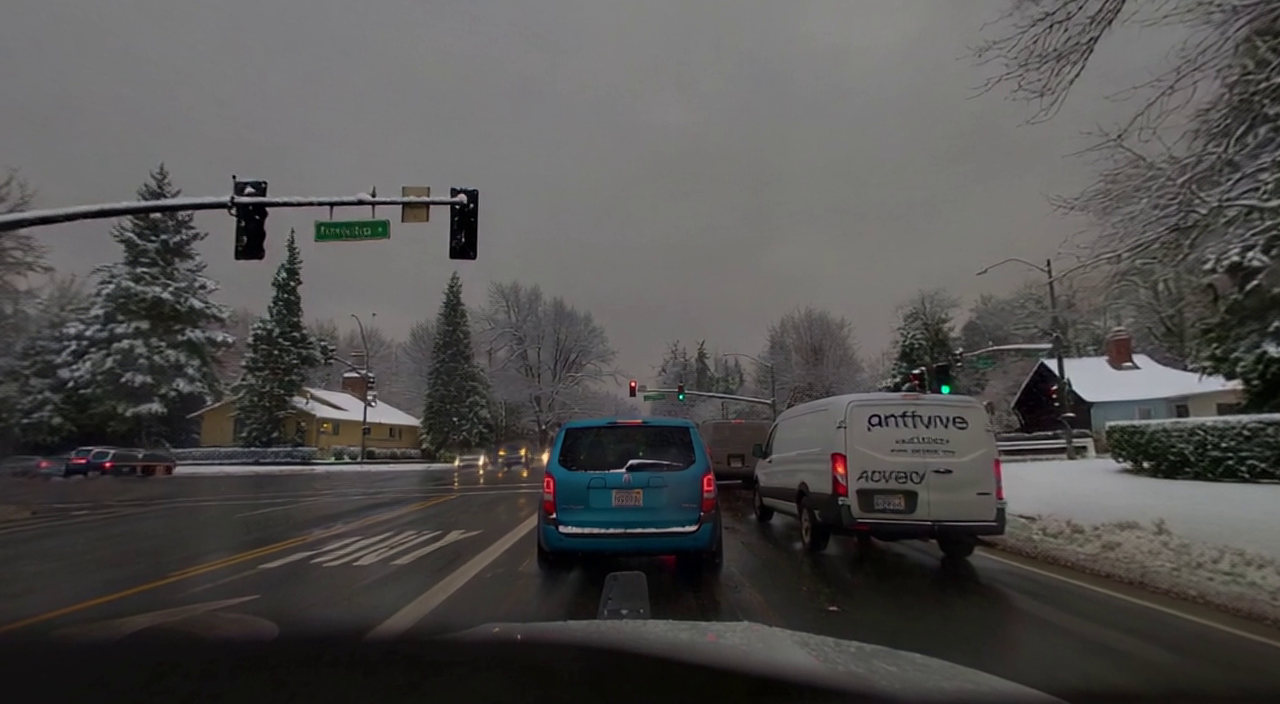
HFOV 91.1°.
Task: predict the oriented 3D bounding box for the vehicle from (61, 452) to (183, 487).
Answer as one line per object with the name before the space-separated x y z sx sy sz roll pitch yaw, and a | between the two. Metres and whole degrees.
vehicle | -25.256 5.723 30.753 4.073 1.603 1.920 1 -9 -8

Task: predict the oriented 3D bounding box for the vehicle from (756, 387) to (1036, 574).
vehicle | 3.048 1.648 8.699 2.059 1.924 4.257 0 -9 0

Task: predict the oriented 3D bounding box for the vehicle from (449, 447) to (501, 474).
vehicle | -10.015 6.587 38.407 1.881 1.515 4.262 0 -9 2

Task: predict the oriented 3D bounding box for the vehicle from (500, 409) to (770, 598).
vehicle | -0.038 1.639 7.675 2.321 1.624 4.367 0 -9 0
